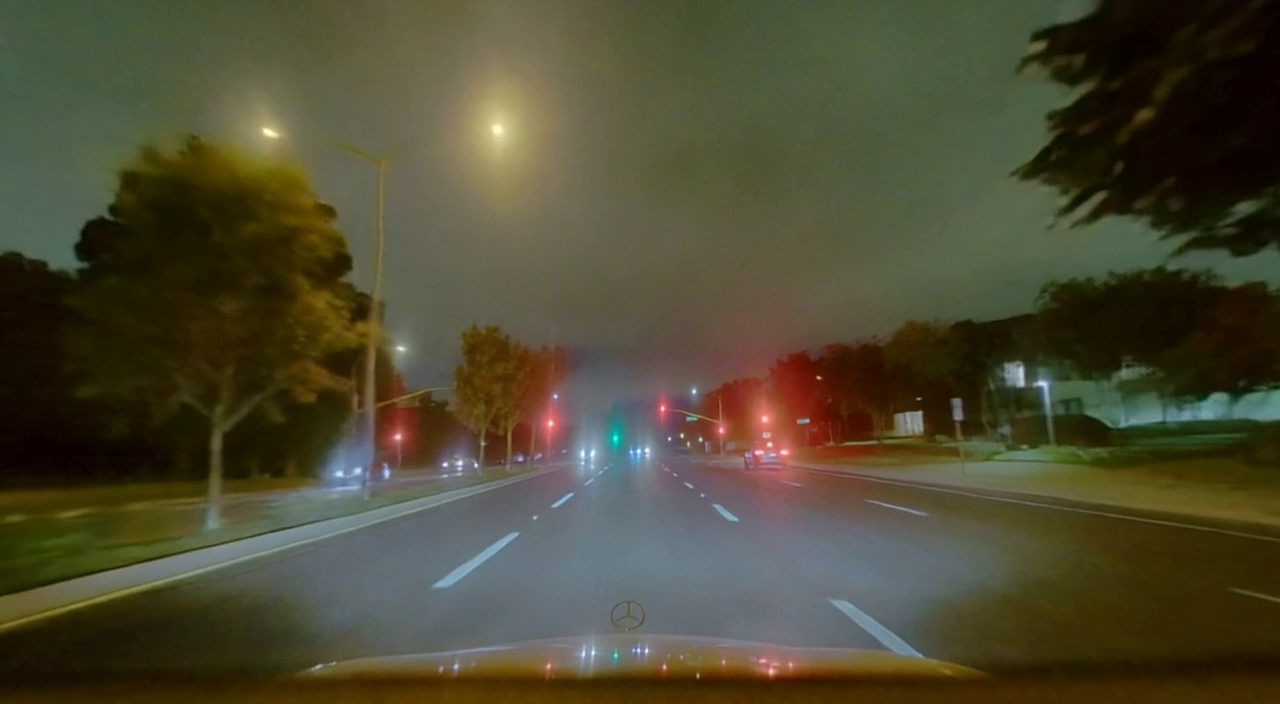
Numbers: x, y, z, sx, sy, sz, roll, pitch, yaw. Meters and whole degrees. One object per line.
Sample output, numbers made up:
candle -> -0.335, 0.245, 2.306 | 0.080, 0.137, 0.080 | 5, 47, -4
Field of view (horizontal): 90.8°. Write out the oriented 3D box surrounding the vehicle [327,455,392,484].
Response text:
vehicle -> -17.626, 7.395, 39.942 | 1.883, 1.583, 4.342 | -3, -9, 4

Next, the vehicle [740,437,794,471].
vehicle -> 6.970, 5.643, 35.112 | 2.011, 1.710, 4.357 | 0, -8, -1
